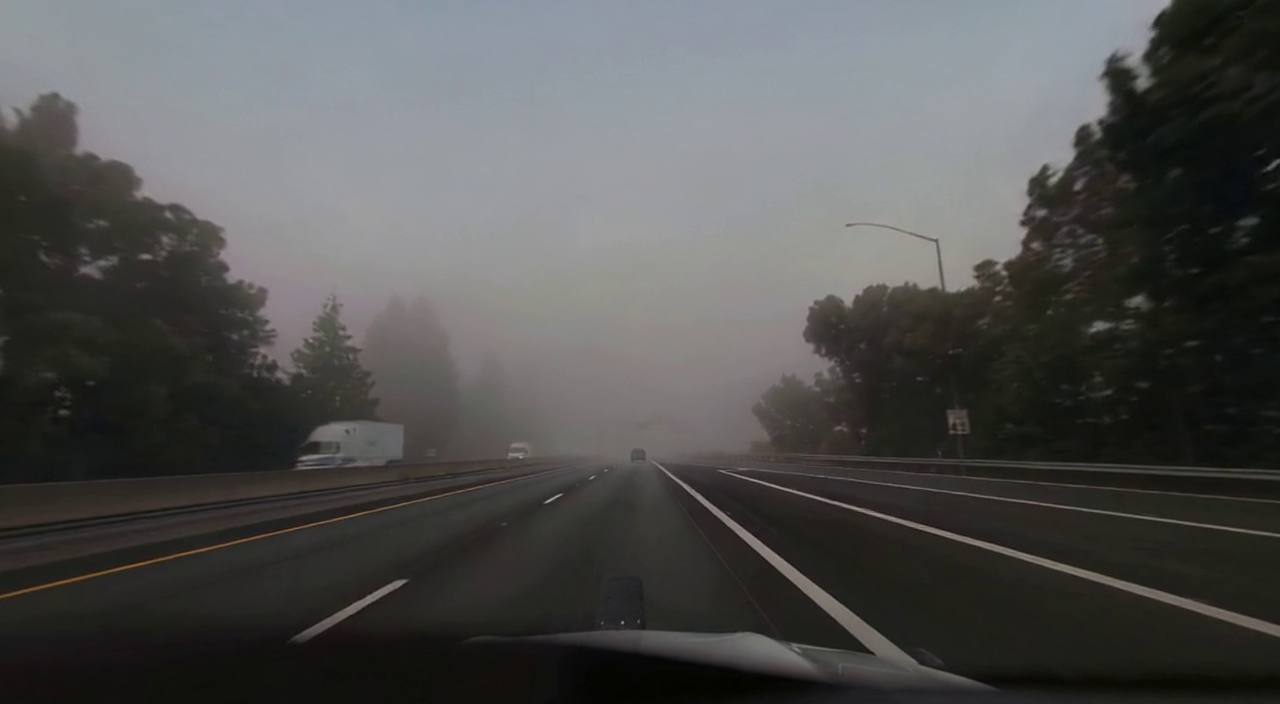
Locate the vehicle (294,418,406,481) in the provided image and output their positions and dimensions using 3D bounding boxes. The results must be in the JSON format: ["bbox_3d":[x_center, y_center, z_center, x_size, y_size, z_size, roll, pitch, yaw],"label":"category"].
[{"bbox_3d":[-18.263,6.267,40.592,2.824,3.571,9.191,0,-9,-1],"label":"vehicle"}]

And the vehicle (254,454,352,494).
[{"bbox_3d":[-14.069,5.095,26.608,1.830,1.493,4.238,0,-9,-1],"label":"vehicle"}]
